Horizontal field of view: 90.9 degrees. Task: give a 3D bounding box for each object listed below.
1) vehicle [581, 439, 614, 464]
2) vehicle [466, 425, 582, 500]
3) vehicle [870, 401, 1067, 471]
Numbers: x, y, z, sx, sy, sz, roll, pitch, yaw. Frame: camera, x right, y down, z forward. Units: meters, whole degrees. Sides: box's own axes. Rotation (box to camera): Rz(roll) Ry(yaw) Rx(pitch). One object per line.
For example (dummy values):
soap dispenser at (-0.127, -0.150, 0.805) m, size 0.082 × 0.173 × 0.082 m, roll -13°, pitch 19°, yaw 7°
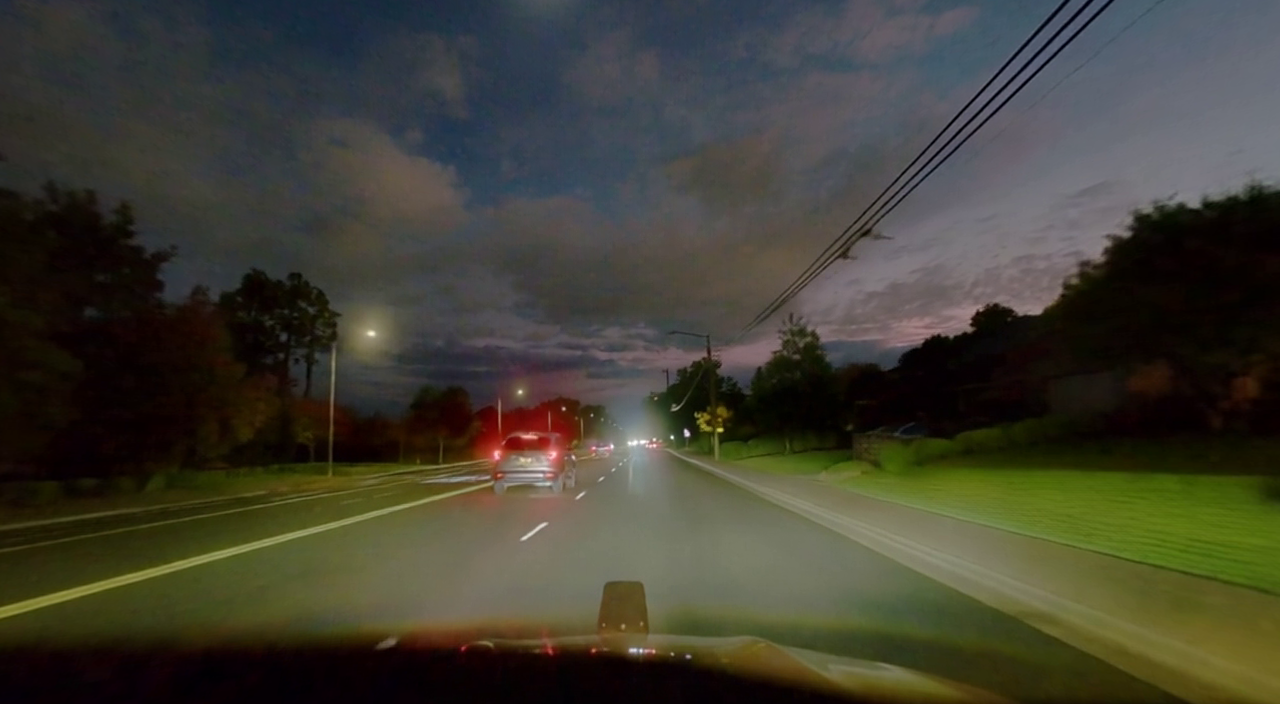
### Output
vehicle at (-2.673, 6.346, 40.301) m, size 1.802 × 1.528 × 3.490 m, roll 0°, pitch -8°, yaw 1°
vehicle at (-2.955, 2.952, 17.230) m, size 2.190 × 1.766 × 4.394 m, roll 0°, pitch -8°, yaw 2°
vehicle at (10.014, 2.583, 19.531) m, size 4.944 × 2.023 × 1.973 m, roll 0°, pitch -8°, yaw 1°
